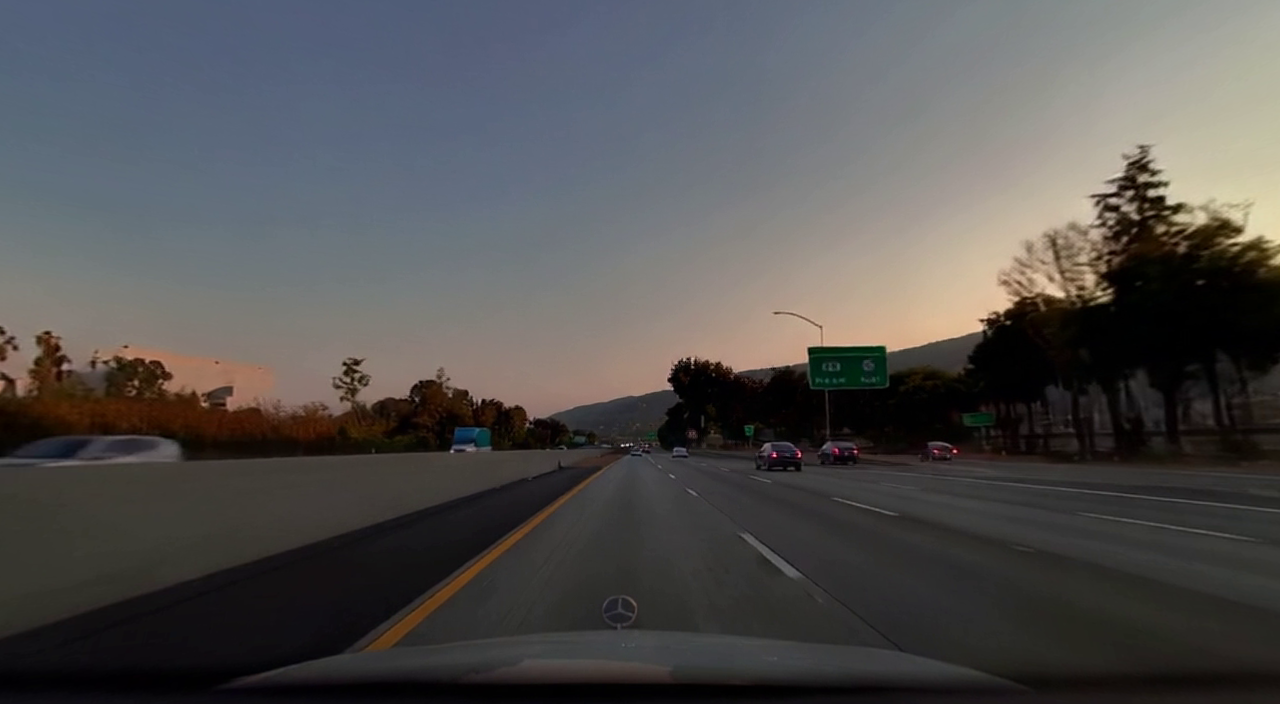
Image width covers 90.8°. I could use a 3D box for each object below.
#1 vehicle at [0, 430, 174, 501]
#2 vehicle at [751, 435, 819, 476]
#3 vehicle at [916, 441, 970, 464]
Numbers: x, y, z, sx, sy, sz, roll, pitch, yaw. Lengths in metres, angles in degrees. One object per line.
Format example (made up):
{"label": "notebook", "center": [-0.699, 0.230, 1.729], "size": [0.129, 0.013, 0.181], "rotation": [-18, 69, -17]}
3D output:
{"label": "vehicle", "center": [-14.821, 2.824, 16.142], "size": [2.000, 1.529, 5.012], "rotation": [0, -9, 0]}
{"label": "vehicle", "center": [6.552, 4.732, 29.112], "size": [2.030, 1.706, 4.279], "rotation": [0, -9, -1]}
{"label": "vehicle", "center": [21.930, 7.272, 45.892], "size": [1.826, 1.530, 4.462], "rotation": [0, -9, 1]}
